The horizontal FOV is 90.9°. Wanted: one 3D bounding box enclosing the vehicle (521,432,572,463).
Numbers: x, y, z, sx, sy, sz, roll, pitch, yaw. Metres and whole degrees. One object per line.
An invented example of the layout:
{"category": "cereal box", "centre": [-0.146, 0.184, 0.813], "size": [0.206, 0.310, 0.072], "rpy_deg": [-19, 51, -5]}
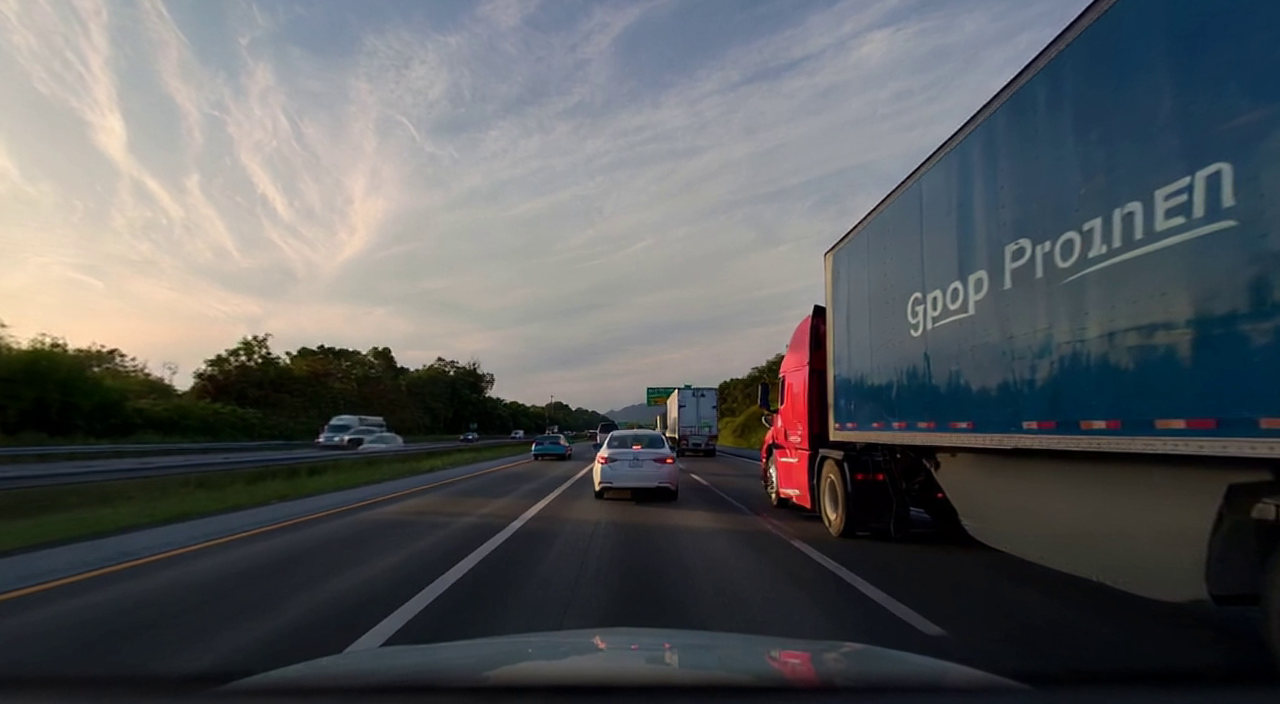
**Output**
{"category": "vehicle", "centre": [-4.743, 4.895, 32.561], "size": [1.983, 1.434, 4.451], "rpy_deg": [0, -8, 0]}

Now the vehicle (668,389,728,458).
{"category": "vehicle", "centre": [3.704, 5.118, 44.065], "size": [2.869, 4.067, 13.731], "rpy_deg": [0, -8, 0]}

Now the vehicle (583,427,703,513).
{"category": "vehicle", "centre": [0.007, 2.228, 12.468], "size": [2.021, 1.435, 3.611], "rpy_deg": [0, -8, -2]}

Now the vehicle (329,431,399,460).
{"category": "vehicle", "centre": [-15.617, 5.278, 35.904], "size": [1.835, 1.541, 4.415], "rpy_deg": [0, -7, 2]}

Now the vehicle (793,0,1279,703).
{"category": "vehicle", "centre": [4.112, -0.162, 3.729], "size": [2.816, 4.070, 14.136], "rpy_deg": [0, -8, 0]}
